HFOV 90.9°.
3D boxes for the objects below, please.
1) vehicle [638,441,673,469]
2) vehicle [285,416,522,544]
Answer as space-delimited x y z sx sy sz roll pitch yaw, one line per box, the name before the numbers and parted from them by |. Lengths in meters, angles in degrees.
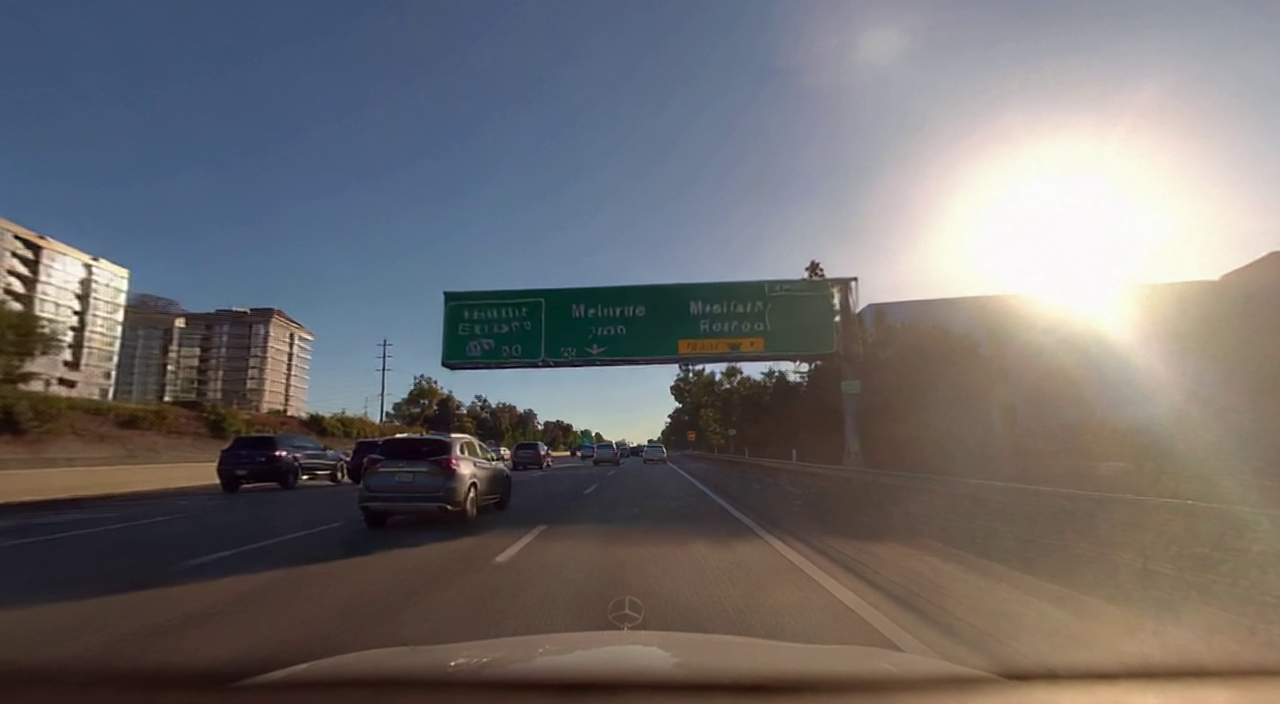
vehicle | 0.957 6.631 40.898 2.135 1.697 4.757 0 -8 0
vehicle | -3.673 2.097 11.049 2.136 1.718 4.873 0 -8 2
